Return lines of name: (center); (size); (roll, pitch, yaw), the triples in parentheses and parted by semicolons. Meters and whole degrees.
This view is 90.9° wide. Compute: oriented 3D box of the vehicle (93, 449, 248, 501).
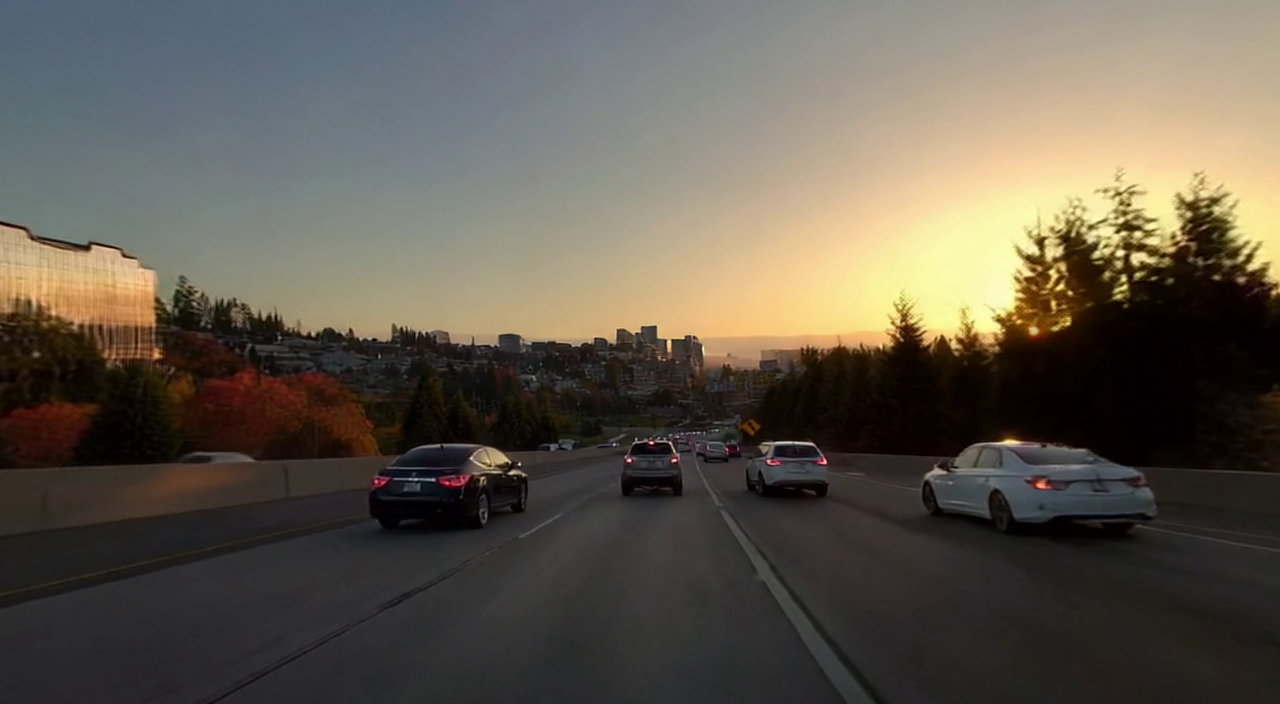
vehicle: (-16.969, 4.431, 23.192); (1.912, 1.640, 4.675); (-1, -8, 3)

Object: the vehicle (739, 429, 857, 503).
vehicle: (4.036, 2.987, 17.004); (2.156, 1.701, 4.494); (-1, -8, 2)

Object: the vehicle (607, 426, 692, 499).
vehicle: (0.362, 3.151, 18.364); (2.153, 1.805, 4.631); (-1, -8, 3)

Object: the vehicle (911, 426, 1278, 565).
vehicle: (5.835, 1.871, 9.022); (2.053, 1.473, 4.383); (-1, -8, 2)

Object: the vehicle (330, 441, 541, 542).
vehicle: (-3.393, 2.404, 11.749); (1.965, 1.443, 4.968); (-1, -8, 4)

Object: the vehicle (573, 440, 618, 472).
vehicle: (-2.453, 5.824, 35.578); (1.951, 1.694, 4.188); (-1, -8, 4)
